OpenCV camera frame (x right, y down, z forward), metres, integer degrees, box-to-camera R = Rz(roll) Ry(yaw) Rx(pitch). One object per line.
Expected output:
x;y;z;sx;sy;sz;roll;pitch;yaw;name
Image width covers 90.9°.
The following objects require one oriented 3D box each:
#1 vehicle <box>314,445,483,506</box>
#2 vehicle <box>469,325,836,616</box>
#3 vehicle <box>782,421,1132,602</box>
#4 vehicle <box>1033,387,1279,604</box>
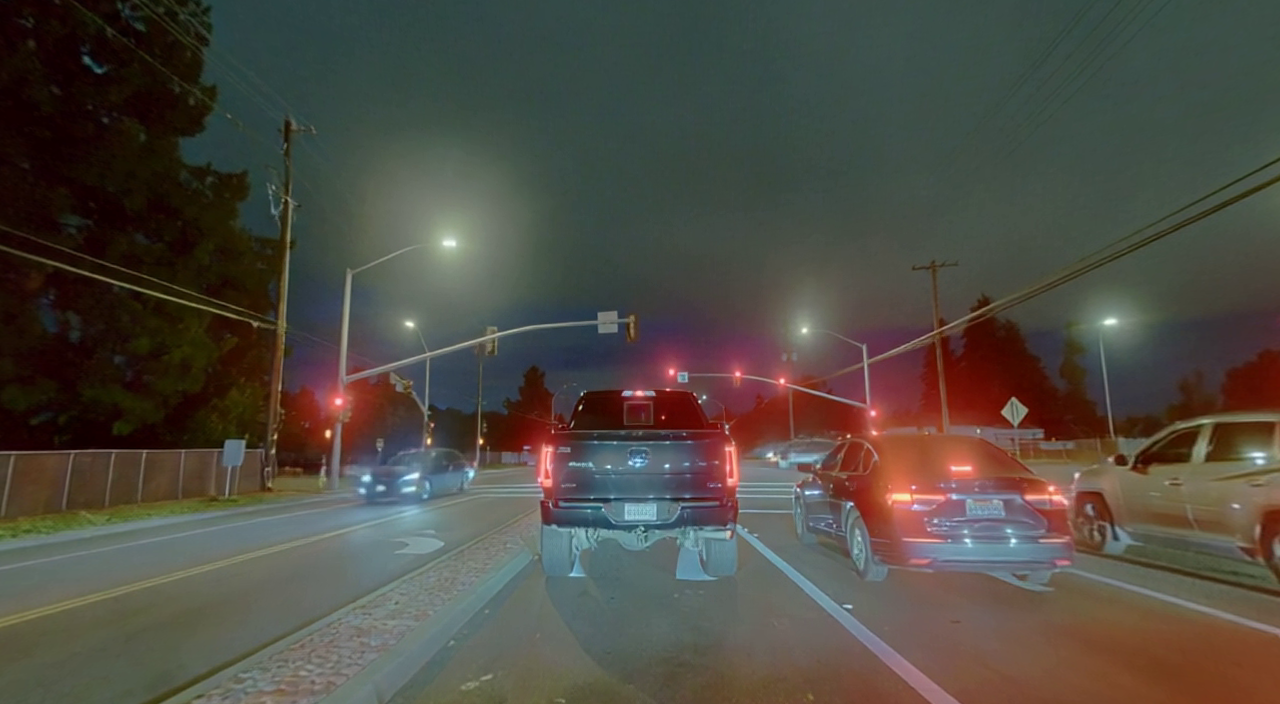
-7.260;3.727;19.717;2.378;1.611;5.046;-2;-9;14;vehicle
0.099;1.356;8.062;2.831;2.284;6.149;0;-8;0;vehicle
3.118;1.637;7.362;1.993;1.495;4.060;0;-8;1;vehicle
6.153;1.297;6.013;1.982;1.727;4.352;0;-8;1;vehicle
